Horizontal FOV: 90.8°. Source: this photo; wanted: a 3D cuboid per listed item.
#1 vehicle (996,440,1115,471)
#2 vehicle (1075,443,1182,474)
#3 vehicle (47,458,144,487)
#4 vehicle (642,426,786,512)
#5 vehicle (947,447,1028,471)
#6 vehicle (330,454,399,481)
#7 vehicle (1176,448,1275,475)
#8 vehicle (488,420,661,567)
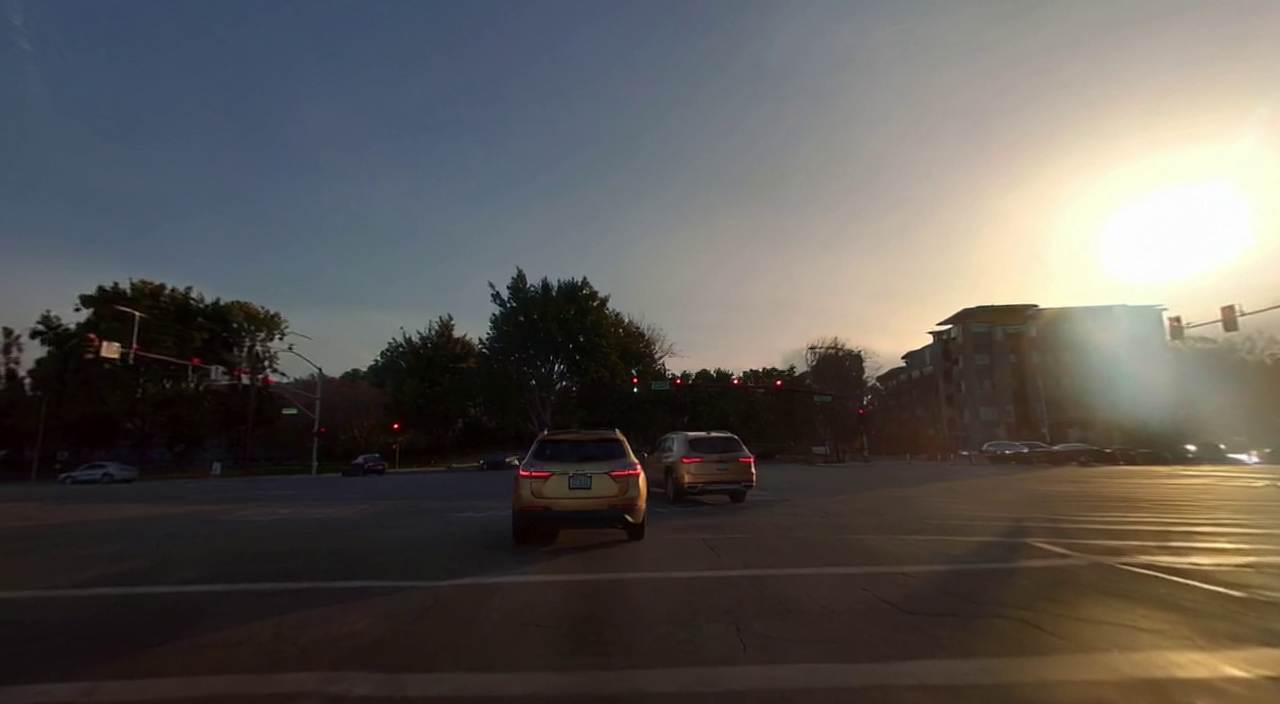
[{"bbox_3d":[26.060,6.511,39.801,5.895,1.921,2.150,0,-9,1],"label":"vehicle"},{"bbox_3d":[27.524,6.005,35.697,4.322,1.595,1.752,-3,-9,9],"label":"vehicle"},{"bbox_3d":[-33.946,7.484,39.411,4.318,1.712,2.188,-2,-9,10],"label":"vehicle"},{"bbox_3d":[1.617,2.821,15.766,2.228,1.798,4.370,2,-9,-12],"label":"vehicle"},{"bbox_3d":[25.051,7.697,45.601,4.587,1.634,2.078,0,-9,0],"label":"vehicle"},{"bbox_3d":[-17.614,7.378,40.441,3.771,1.593,1.789,-3,-9,20],"label":"vehicle"},{"bbox_3d":[35.951,6.714,38.850,4.446,1.530,1.728,0,-7,-2],"label":"vehicle"},{"bbox_3d":[-1.043,1.979,9.624,2.039,1.698,4.144,1,-9,-8],"label":"vehicle"}]
